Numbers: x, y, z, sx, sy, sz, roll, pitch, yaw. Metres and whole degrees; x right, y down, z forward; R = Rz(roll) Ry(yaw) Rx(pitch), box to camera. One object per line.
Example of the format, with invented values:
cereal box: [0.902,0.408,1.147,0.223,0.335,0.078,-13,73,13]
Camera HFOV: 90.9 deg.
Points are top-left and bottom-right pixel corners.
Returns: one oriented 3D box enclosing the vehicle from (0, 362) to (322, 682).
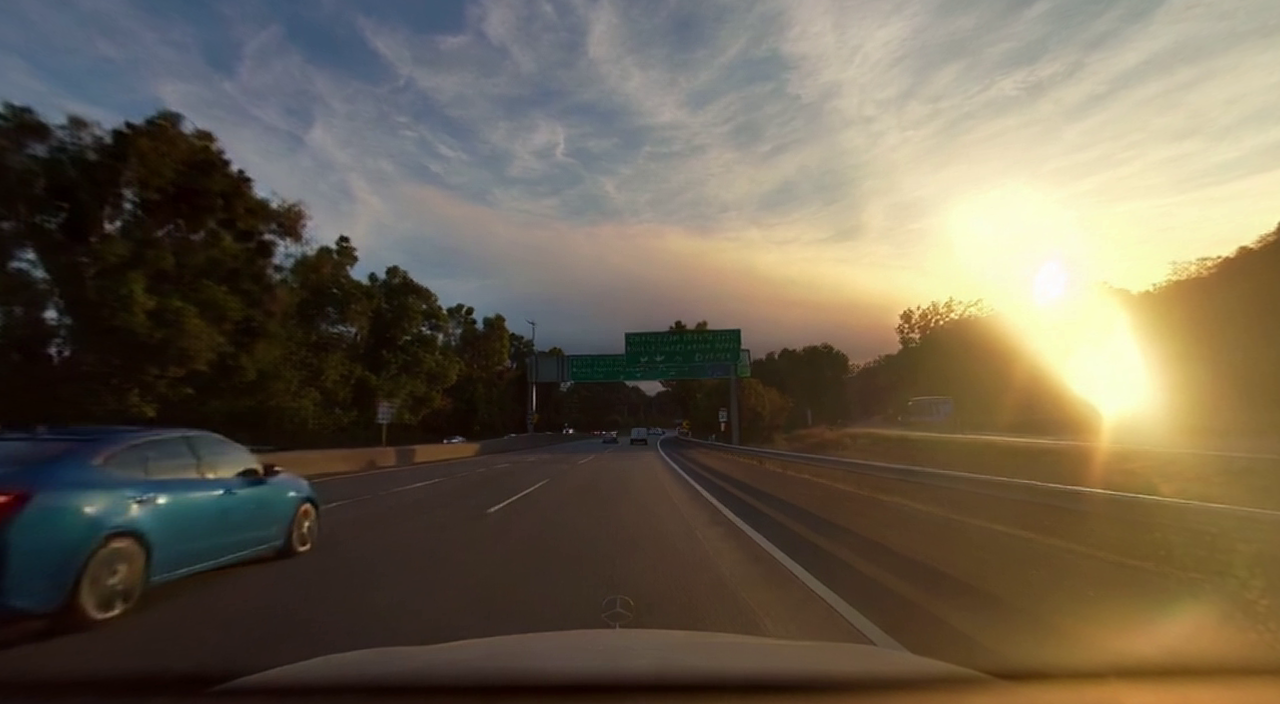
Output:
vehicle: [-4.321,1.003,4.226,2.052,1.626,4.514,0,-8,-1]
